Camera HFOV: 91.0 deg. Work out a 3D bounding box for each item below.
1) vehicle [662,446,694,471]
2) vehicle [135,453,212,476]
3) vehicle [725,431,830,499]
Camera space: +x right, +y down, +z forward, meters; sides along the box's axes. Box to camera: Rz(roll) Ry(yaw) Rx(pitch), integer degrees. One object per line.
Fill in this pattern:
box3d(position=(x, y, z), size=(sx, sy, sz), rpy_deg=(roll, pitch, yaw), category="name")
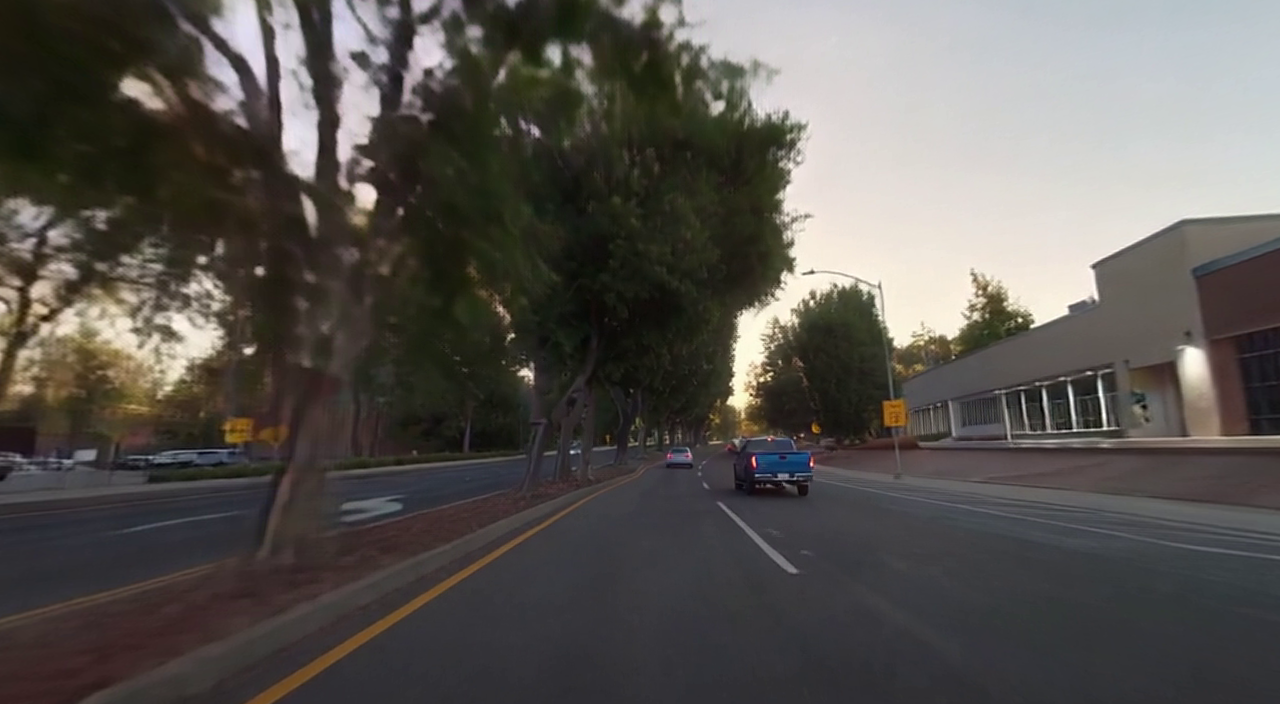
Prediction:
box3d(position=(2.550, 7.002, 41.658), size=(1.968, 1.521, 4.262), rpy_deg=(0, -9, 5), category="vehicle")
box3d(position=(-32.188, 7.744, 43.476), size=(3.963, 1.494, 1.802), rpy_deg=(-1, -9, 7), category="vehicle")
box3d(position=(4.341, 3.675, 20.946), size=(2.367, 1.919, 5.651), rpy_deg=(0, -9, 2), category="vehicle")
